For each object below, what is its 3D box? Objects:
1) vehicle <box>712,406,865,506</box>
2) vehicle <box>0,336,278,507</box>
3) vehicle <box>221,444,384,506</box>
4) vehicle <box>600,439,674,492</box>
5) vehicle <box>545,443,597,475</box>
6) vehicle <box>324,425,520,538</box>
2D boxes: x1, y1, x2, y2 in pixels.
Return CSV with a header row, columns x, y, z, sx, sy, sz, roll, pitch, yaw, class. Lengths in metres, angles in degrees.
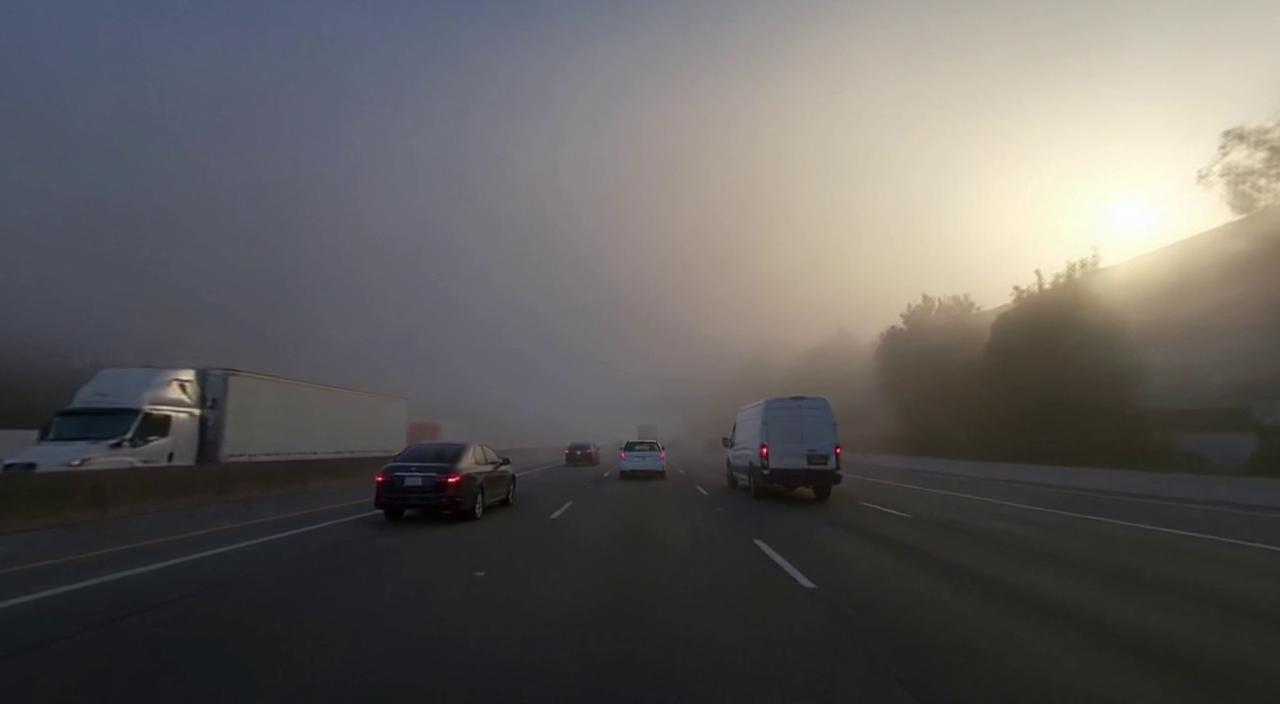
x,y,z,sx,sy,sz,roll,pitch,yaw,class
3.455,2.608,16.119,2.460,2.086,5.576,0,-9,-1,vehicle
-15.278,2.270,19.244,3.043,4.038,8.794,0,-9,0,vehicle
-9.044,3.302,17.416,1.937,1.450,4.569,0,-9,0,vehicle
-0.101,3.488,19.691,2.053,1.461,3.941,0,-9,0,vehicle
-3.344,5.277,31.252,2.062,1.459,4.365,0,-9,0,vehicle
-3.548,2.197,11.255,1.956,1.602,4.258,0,-9,0,vehicle
